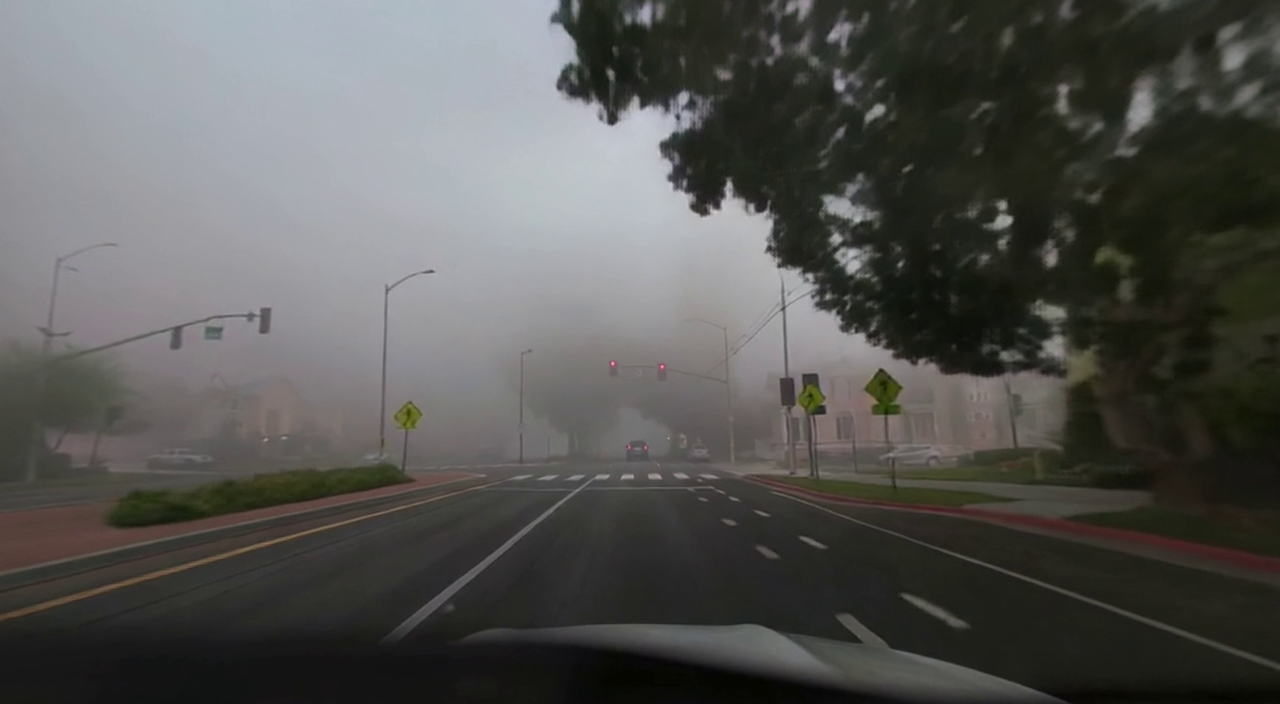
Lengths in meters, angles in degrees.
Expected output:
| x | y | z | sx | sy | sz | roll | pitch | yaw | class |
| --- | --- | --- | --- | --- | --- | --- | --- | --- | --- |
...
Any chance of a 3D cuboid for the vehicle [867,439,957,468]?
| x | y | z | sx | sy | sz | roll | pitch | yaw | class |
| --- | --- | --- | --- | --- | --- | --- | --- | --- | --- |
| 16.822 | 6.301 | 39.208 | 4.561 | 1.723 | 2.030 | 1 | -9 | -5 | vehicle |
